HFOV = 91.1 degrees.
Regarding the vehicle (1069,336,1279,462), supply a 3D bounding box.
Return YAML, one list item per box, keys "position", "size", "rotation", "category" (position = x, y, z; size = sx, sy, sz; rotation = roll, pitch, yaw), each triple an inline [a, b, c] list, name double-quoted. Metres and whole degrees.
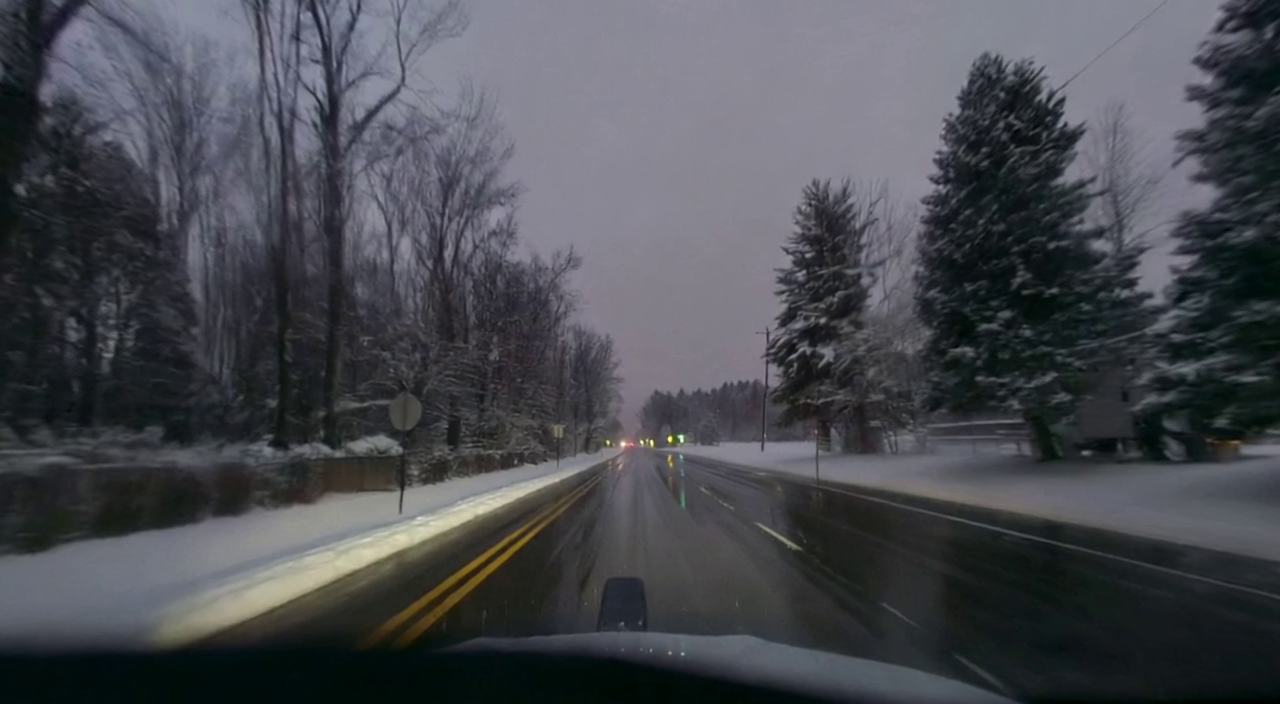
- position: [13.156, 1.264, 15.352]
  size: [2.789, 2.725, 3.463]
  rotation: [-1, -8, 3]
  category: "vehicle"
